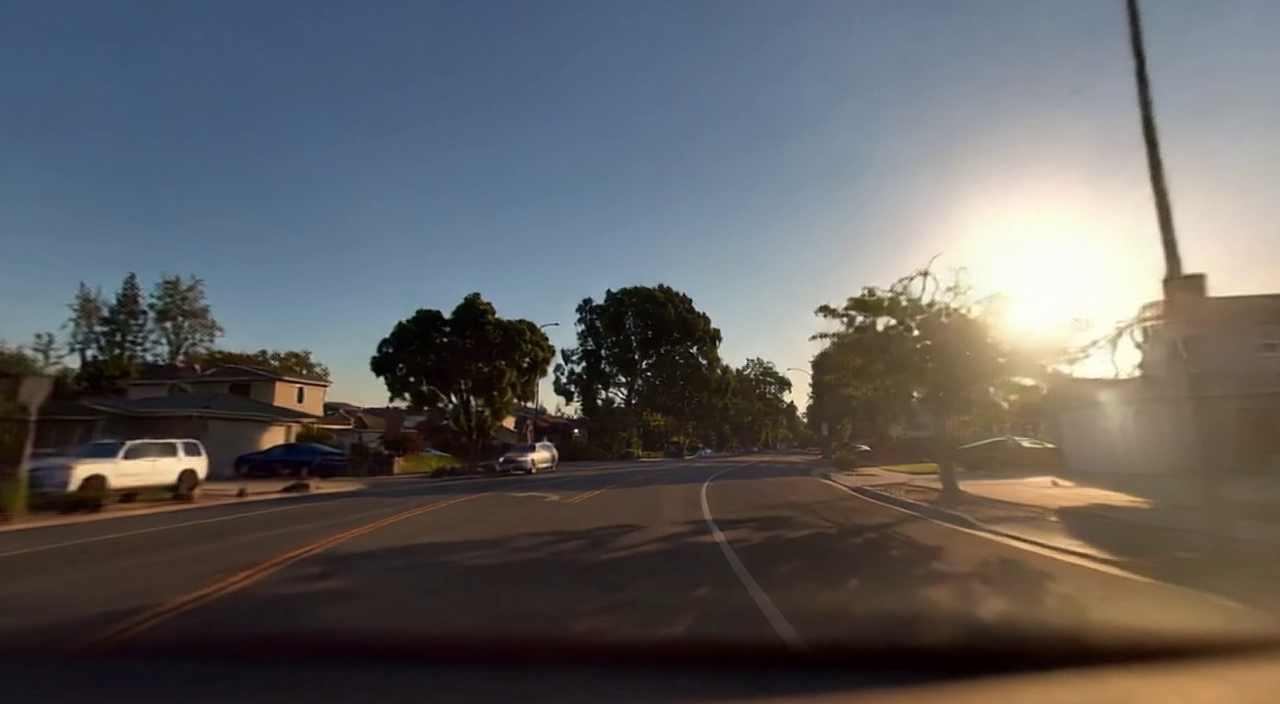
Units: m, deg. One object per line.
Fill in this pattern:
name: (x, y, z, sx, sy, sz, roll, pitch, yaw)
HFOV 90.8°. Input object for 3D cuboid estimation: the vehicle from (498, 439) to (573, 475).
vehicle: (-5.909, 6.060, 36.677, 2.272, 1.920, 5.737, -2, -9, 12)

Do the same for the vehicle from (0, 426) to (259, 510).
vehicle: (-14.671, 3.255, 18.388, 2.418, 1.969, 6.615, -1, -9, 7)

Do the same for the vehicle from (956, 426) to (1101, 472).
vehicle: (17.531, 4.470, 28.869, 5.073, 1.729, 2.161, -6, -11, 16)

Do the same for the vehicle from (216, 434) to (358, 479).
vehicle: (-17.168, 5.126, 30.788, 6.010, 1.935, 2.255, -4, -10, 14)
